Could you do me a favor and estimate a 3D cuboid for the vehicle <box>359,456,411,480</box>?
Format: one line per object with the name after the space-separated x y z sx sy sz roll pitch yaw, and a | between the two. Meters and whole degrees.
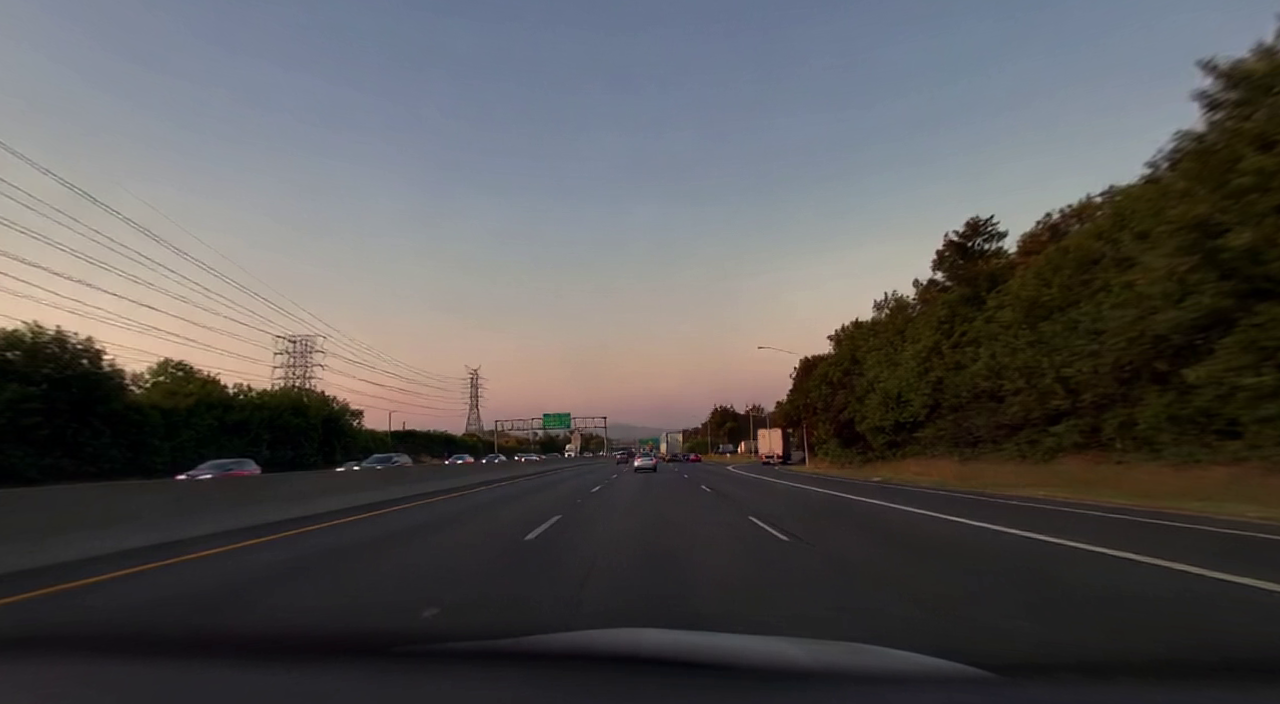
-18.896 8.597 46.865 1.801 1.638 4.739 0 -9 1 | vehicle

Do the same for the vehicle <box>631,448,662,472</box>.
0.472 7.572 44.386 2.111 1.599 3.859 0 -9 1 | vehicle

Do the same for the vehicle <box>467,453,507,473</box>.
-11.498 8.353 47.653 1.903 1.432 4.475 0 -9 1 | vehicle

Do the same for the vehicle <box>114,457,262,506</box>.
-15.499 4.428 21.983 1.916 1.470 4.366 0 -9 0 | vehicle
